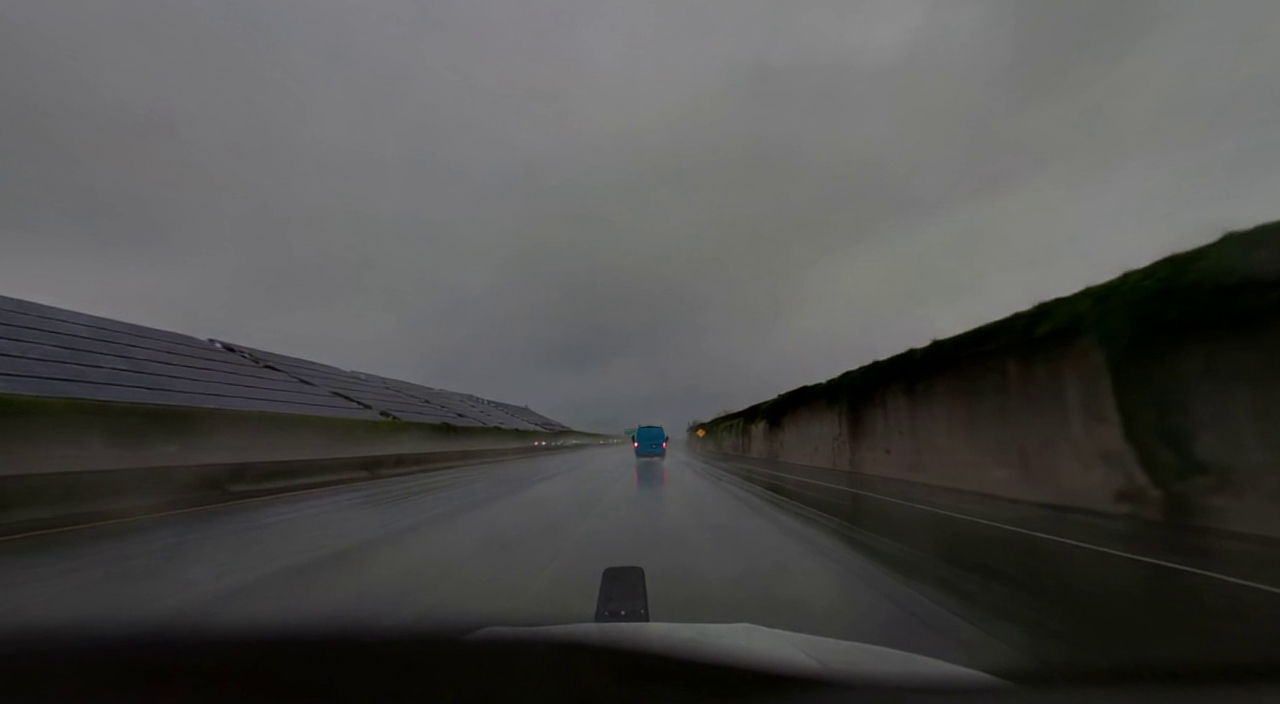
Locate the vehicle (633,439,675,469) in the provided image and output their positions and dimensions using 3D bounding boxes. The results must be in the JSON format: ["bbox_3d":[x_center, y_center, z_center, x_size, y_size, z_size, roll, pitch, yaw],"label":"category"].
[{"bbox_3d":[0.669,5.200,32.276,1.997,1.484,3.409,0,-8,0],"label":"vehicle"}]
